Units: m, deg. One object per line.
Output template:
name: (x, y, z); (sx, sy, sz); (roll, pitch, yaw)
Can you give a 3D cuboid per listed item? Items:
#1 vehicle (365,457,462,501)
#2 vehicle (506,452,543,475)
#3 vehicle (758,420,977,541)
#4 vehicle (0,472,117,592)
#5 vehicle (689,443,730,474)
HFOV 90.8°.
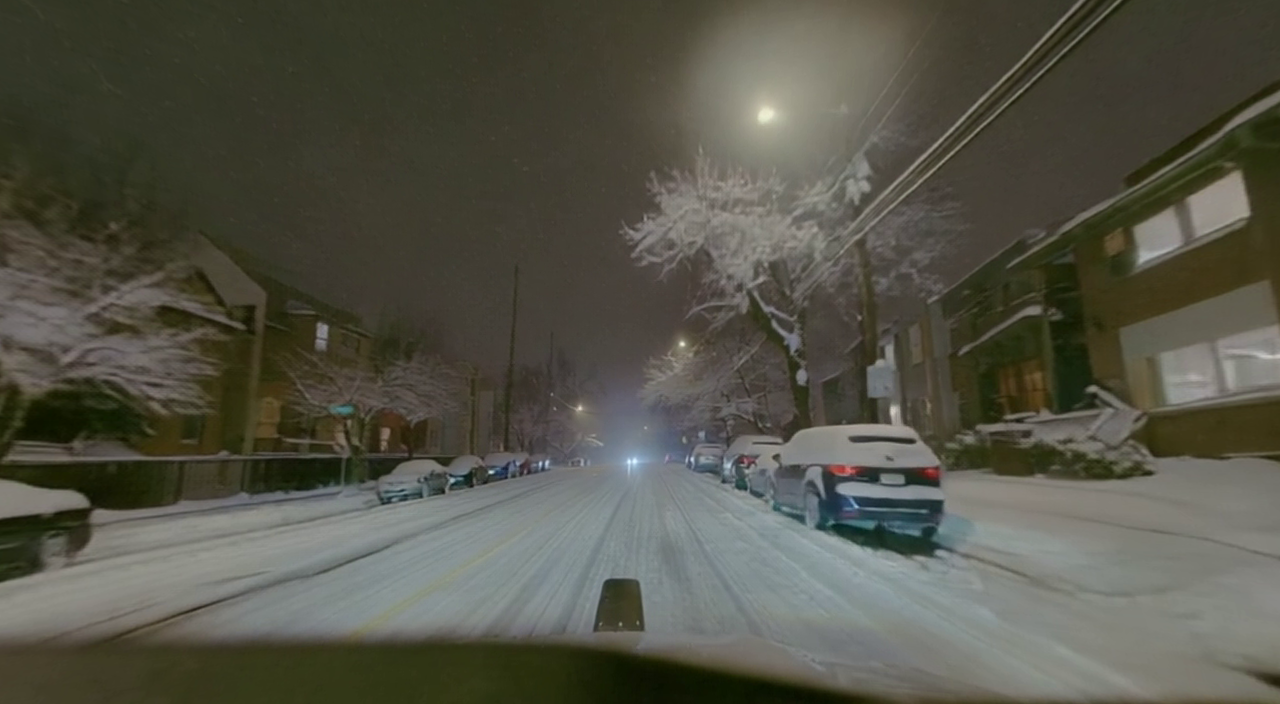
vehicle: (-8.988, 5.063, 25.584); (2.208, 1.508, 4.590); (0, -9, 0)
vehicle: (-8.814, 8.595, 48.505); (1.884, 1.526, 4.061); (-5, -10, 2)
vehicle: (3.812, 2.261, 11.779); (2.225, 1.759, 4.817); (0, -9, -1)
vehicle: (-9.201, 2.310, 7.763); (1.818, 1.469, 4.349); (0, -9, 0)
vehicle: (4.107, 6.364, 37.989); (2.155, 1.747, 4.311); (-1, -9, 2)
